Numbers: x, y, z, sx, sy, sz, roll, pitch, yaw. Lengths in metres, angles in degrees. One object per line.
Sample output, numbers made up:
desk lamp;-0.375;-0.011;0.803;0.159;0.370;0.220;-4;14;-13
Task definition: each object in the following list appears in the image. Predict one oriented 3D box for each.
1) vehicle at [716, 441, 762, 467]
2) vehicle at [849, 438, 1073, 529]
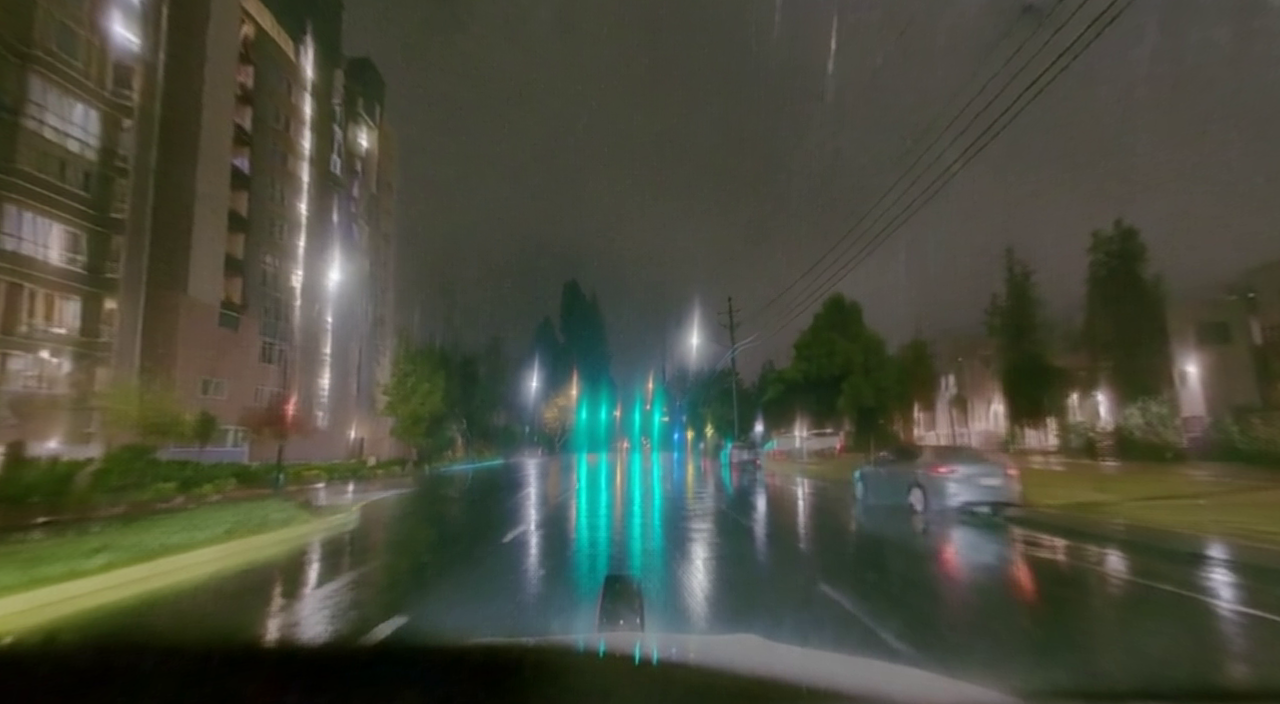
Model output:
vehicle;6.214;6.448;40.220;1.948;1.526;4.518;0;-8;-3
vehicle;6.148;2.545;12.952;1.944;1.478;4.885;0;-8;-1
